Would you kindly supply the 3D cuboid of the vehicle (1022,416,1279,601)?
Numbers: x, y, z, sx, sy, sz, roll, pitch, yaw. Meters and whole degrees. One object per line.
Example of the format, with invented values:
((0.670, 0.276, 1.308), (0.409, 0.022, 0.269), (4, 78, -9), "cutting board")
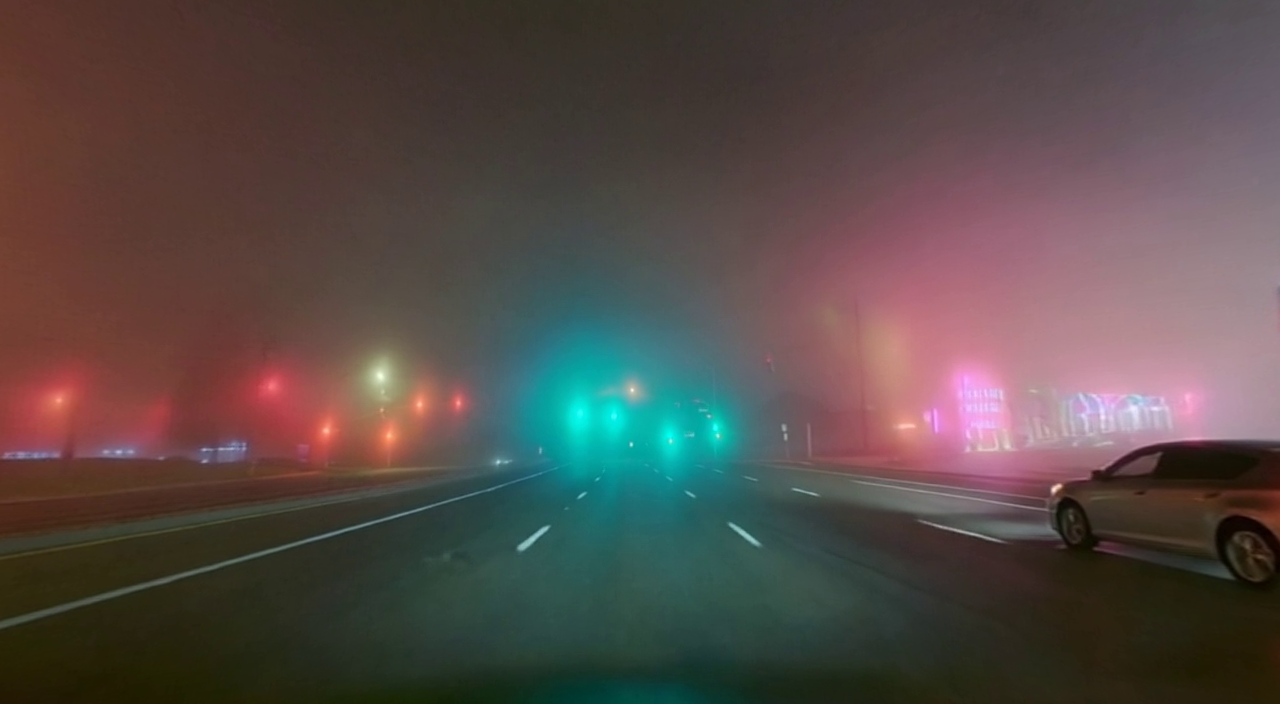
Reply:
((6.236, 1.429, 6.194), (2.070, 1.491, 4.575), (0, -9, -1), "vehicle")
